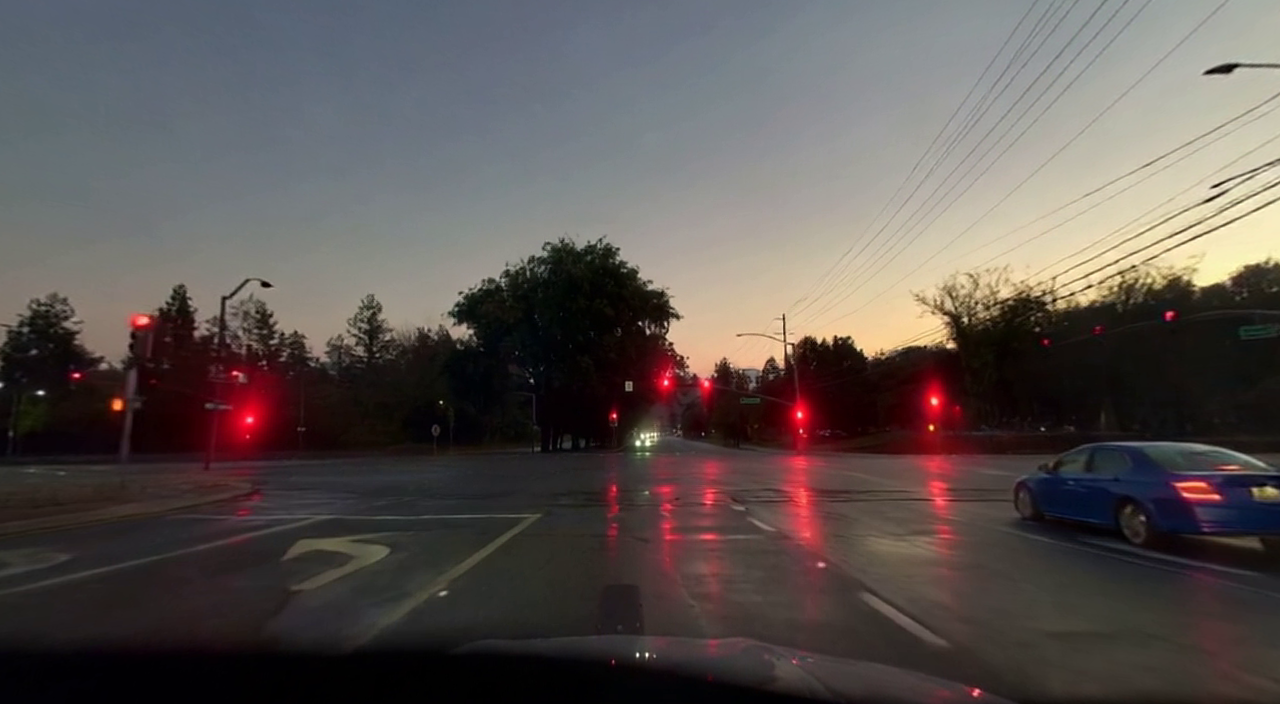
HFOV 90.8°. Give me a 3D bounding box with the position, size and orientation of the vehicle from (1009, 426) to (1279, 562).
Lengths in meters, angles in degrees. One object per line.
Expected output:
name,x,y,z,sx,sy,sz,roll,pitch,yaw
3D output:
vehicle,7.375,1.910,9.150,1.797,1.544,3.685,0,-9,0
